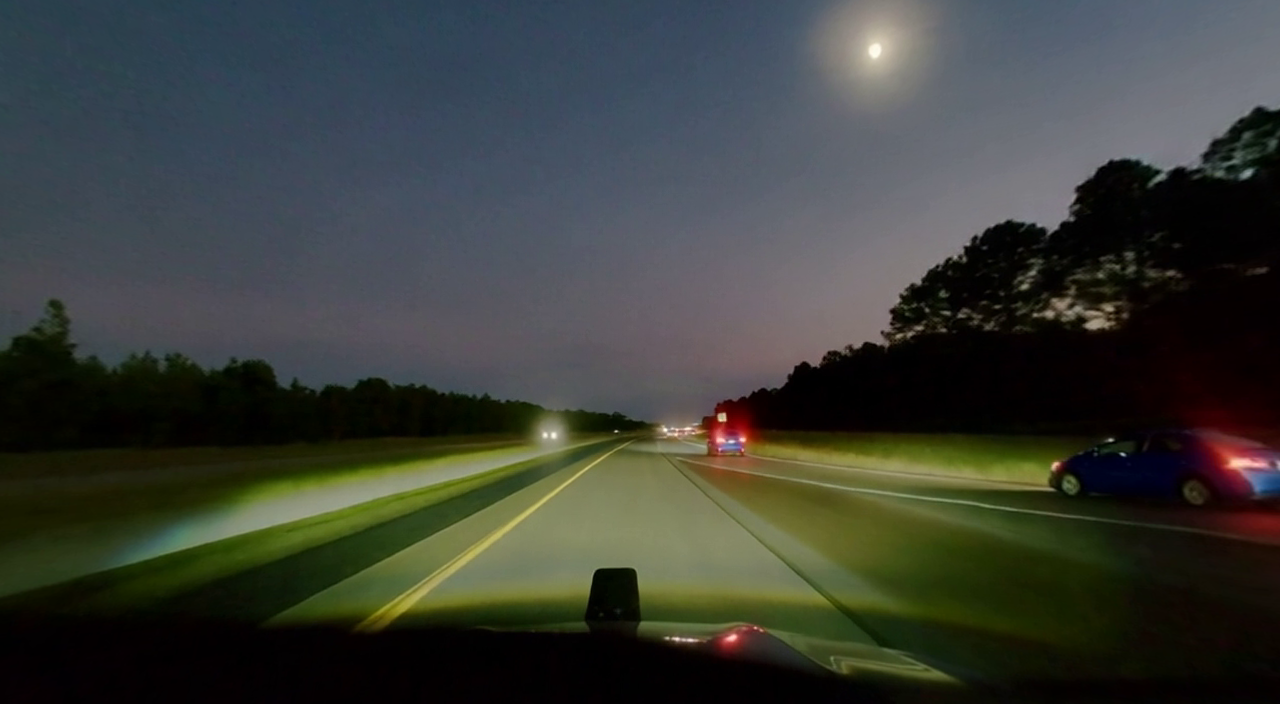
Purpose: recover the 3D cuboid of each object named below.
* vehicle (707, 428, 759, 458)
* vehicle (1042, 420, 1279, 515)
[{"bbox_3d":[4.926,4.881,33.686,1.765,1.510,3.762,1,-8,-8],"label":"vehicle"},{"bbox_3d":[10.474,2.101,11.910,1.992,1.486,4.406,3,-8,-20],"label":"vehicle"}]
